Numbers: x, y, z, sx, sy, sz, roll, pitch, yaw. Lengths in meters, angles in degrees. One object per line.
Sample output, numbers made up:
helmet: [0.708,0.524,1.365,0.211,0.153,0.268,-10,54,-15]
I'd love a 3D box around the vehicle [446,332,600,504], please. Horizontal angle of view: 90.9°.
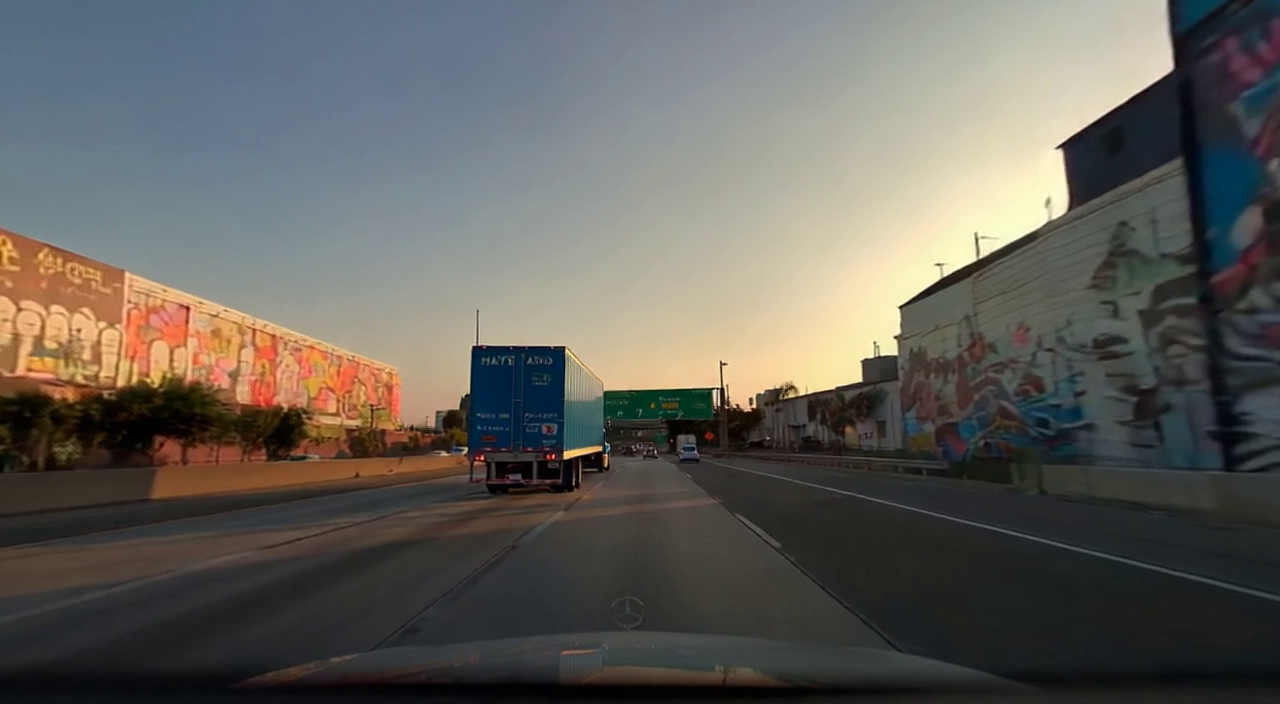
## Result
vehicle: [-3.047,2.132,19.453,2.977,4.048,8.890,-1,-8,0]

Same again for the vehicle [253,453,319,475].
vehicle: [-26.178,8.260,46.814,2.145,1.501,4.503,-1,-8,3]
